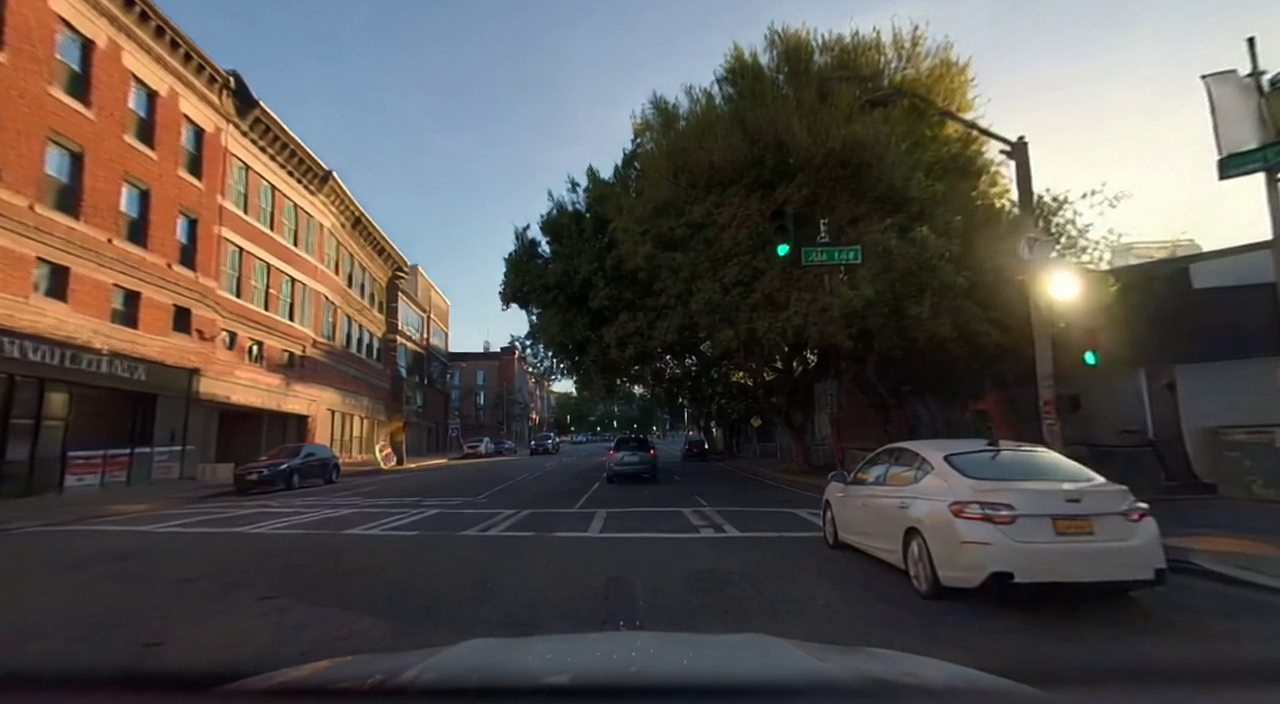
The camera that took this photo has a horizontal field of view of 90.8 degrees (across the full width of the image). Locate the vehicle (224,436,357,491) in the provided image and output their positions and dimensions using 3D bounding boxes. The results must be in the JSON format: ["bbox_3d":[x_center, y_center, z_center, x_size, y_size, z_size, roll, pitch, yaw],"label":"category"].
[{"bbox_3d":[-14.210,4.543,26.241,2.191,2.011,5.556,-1,-8,2],"label":"vehicle"}]

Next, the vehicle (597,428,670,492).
[{"bbox_3d":[-0.203,3.493,20.698,2.105,1.842,4.537,0,-8,0],"label":"vehicle"}]

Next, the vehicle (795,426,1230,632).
[{"bbox_3d":[3.341,1.663,7.070,2.026,1.499,4.662,0,-8,0],"label":"vehicle"}]

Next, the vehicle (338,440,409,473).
[{"bbox_3d":[-14.287,5.626,34.146,1.891,1.659,4.360,0,-8,0],"label":"vehicle"}]

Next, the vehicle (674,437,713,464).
[{"bbox_3d":[3.079,5.772,37.095,1.852,1.462,4.155,0,-8,-1],"label":"vehicle"}]
